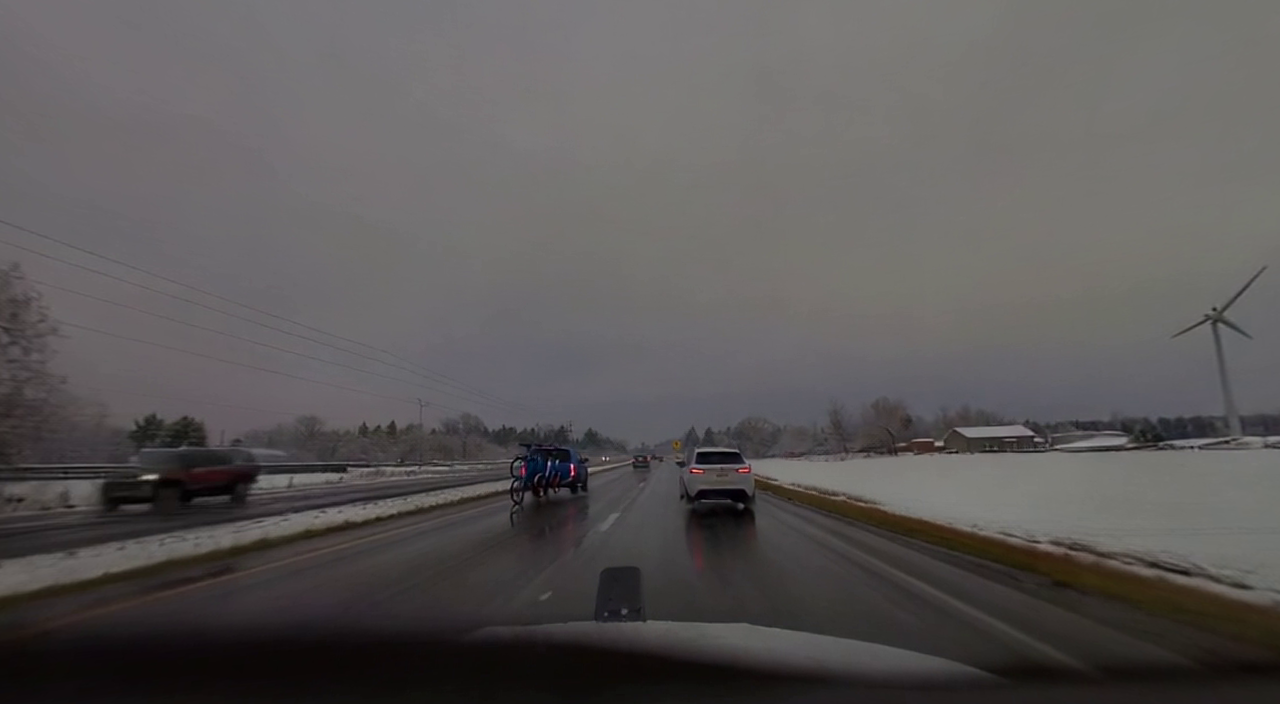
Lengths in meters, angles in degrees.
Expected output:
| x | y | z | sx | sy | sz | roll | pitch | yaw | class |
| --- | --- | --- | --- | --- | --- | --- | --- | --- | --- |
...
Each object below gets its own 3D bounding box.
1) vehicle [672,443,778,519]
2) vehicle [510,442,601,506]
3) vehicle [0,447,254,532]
| x | y | z | sx | sy | sz | roll | pitch | yaw | class |
| --- | --- | --- | --- | --- | --- | --- | --- | --- | --- |
| 1.884 | 3.027 | 15.272 | 2.063 | 1.582 | 3.955 | 0 | -9 | 1 | vehicle |
| -2.384 | 3.590 | 18.918 | 1.962 | 1.681 | 4.033 | -1 | -9 | 3 | vehicle |
| -10.955 | 2.878 | 13.829 | 2.088 | 1.545 | 4.230 | -1 | -9 | 3 | vehicle |
